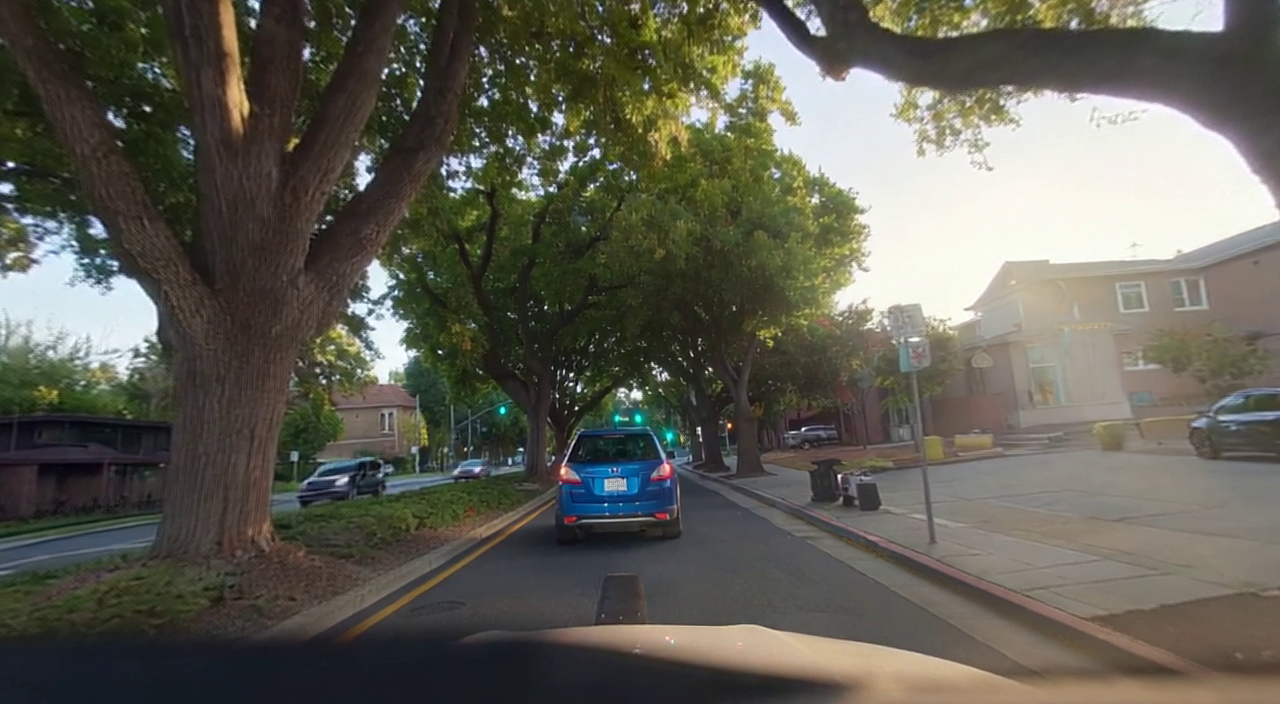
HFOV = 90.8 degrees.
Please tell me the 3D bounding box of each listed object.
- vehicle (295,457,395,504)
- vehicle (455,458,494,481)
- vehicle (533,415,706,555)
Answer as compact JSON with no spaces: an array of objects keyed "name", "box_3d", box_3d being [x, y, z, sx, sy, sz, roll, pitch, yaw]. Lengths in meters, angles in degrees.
[{"name":"vehicle","box_3d":[-12.255,5.347,26.633,1.971,1.718,4.539,0,-9,1]},{"name":"vehicle","box_3d":[-12.182,8.653,46.705,1.714,1.578,4.218,0,-9,0]},{"name":"vehicle","box_3d":[-0.253,1.947,9.831,2.136,1.703,3.910,0,-9,0]}]
